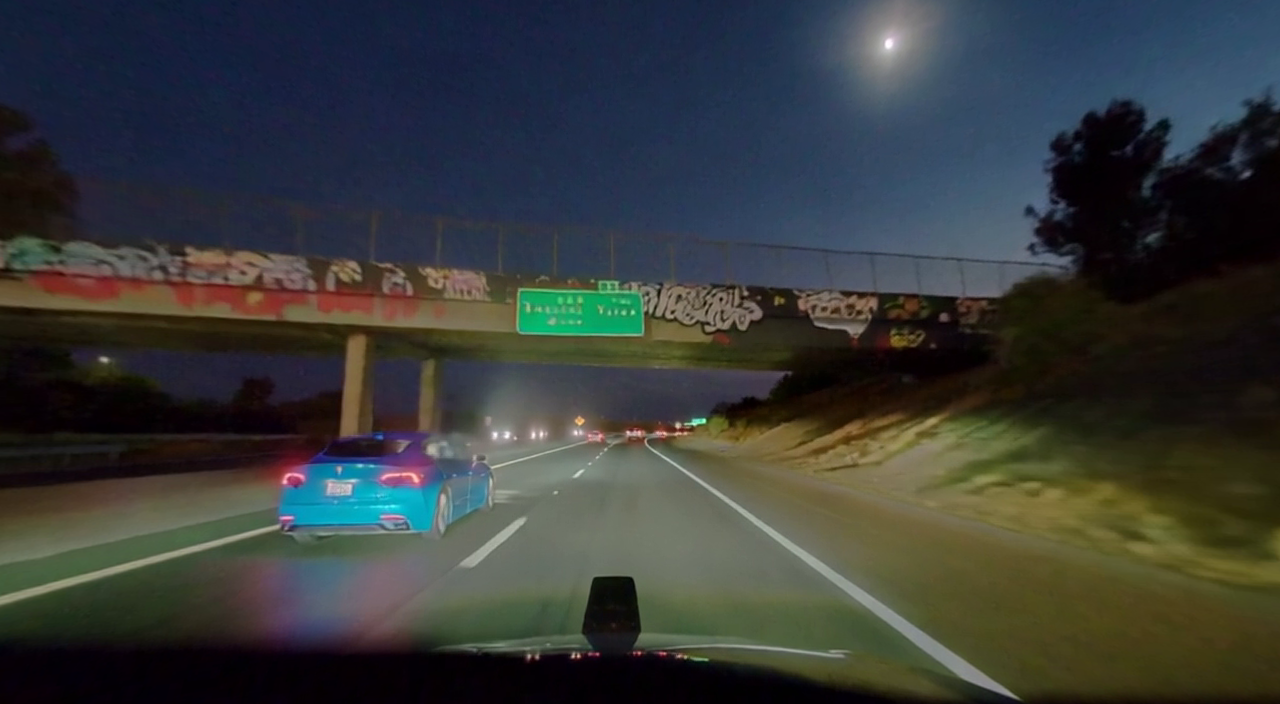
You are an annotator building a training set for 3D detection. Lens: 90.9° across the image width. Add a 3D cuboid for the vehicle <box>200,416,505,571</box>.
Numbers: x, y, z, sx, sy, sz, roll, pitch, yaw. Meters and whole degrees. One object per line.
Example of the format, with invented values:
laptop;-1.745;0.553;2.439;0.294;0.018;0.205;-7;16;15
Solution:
vehicle;-3.412;1.747;8.733;2.108;1.555;4.574;0;-8;-1
